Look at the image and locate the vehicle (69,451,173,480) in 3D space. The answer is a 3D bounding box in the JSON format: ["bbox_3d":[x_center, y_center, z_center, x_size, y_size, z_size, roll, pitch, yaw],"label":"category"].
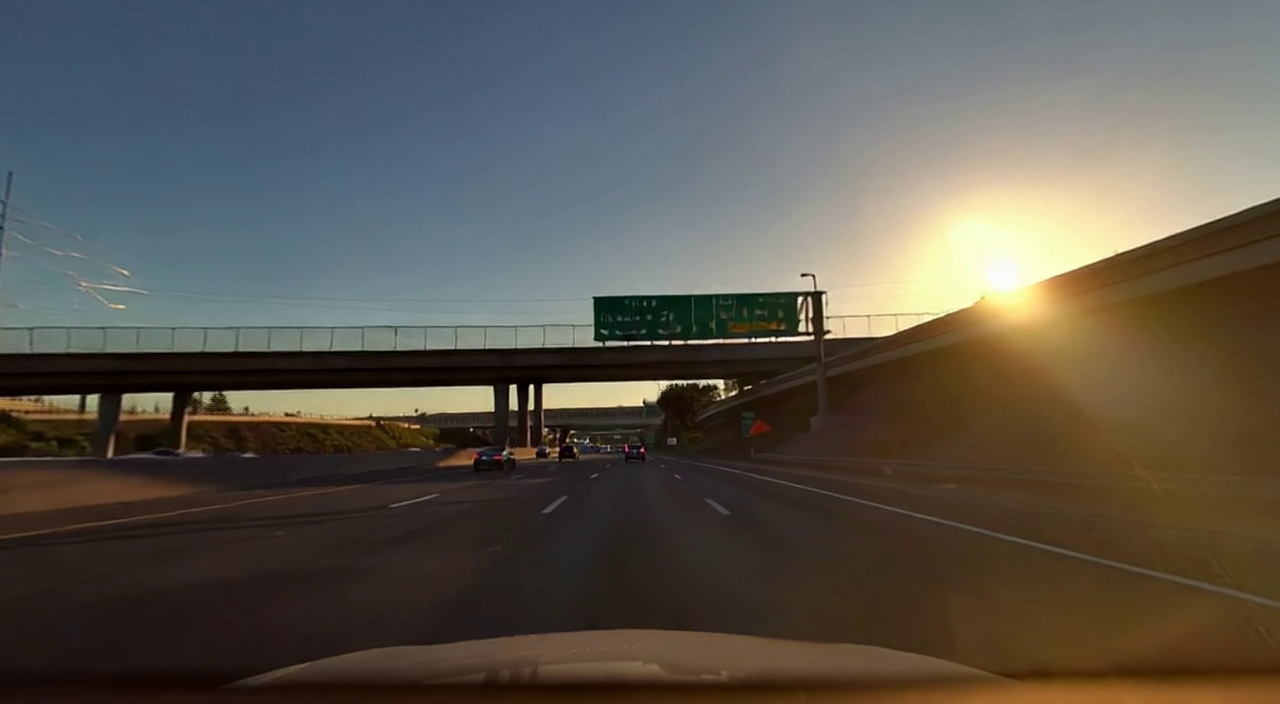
[{"bbox_3d":[-28.552,6.242,35.066,1.841,1.468,4.634,0,-9,0],"label":"vehicle"}]

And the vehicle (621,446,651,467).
[{"bbox_3d":[-0.344,7.672,46.599,2.086,1.472,4.168,0,-9,-1],"label":"vehicle"}]

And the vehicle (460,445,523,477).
[{"bbox_3d":[-7.238,5.369,31.403,1.994,1.487,4.605,0,-9,0],"label":"vehicle"}]
